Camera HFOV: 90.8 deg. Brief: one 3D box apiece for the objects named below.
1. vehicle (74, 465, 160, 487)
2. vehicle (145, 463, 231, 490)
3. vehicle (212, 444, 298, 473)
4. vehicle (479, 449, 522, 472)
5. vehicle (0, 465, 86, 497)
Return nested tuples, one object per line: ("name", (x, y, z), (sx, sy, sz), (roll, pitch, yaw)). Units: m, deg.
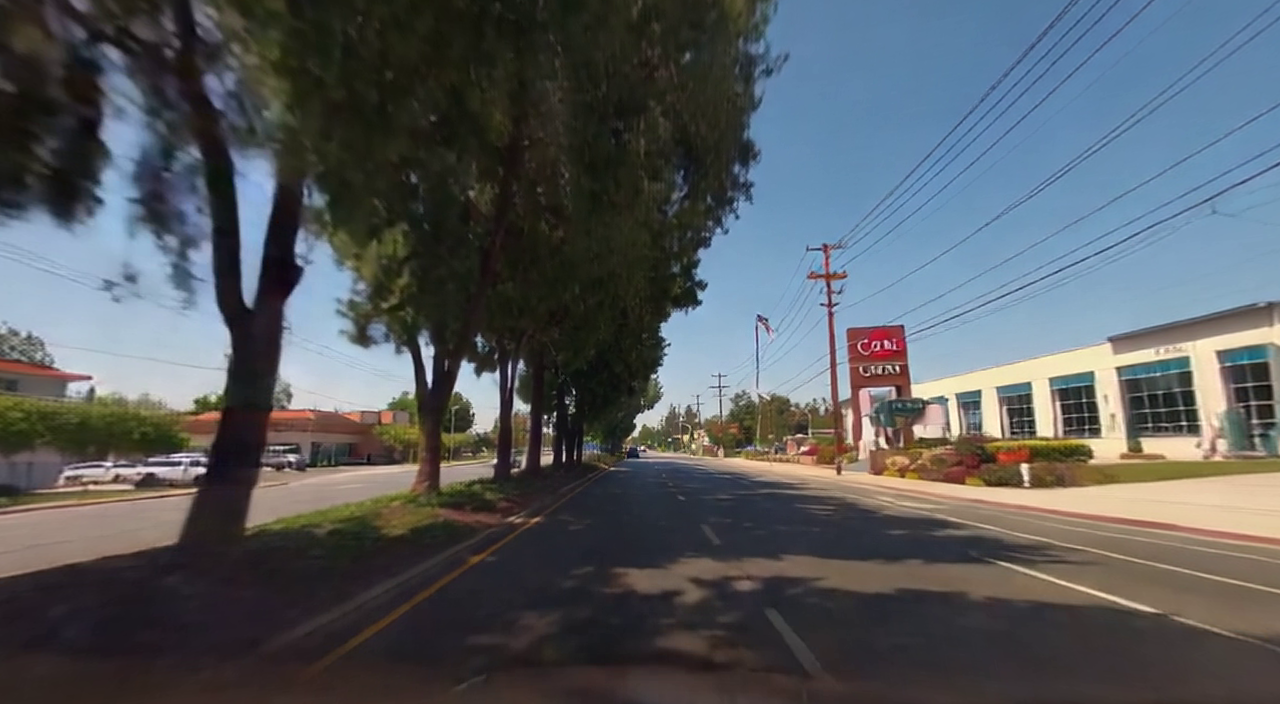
("vehicle", (-38.275, 9.093, 46.293), (1.864, 1.501, 4.419), (-7, -13, 40))
("vehicle", (-30.110, 8.263, 42.115), (4.377, 1.520, 1.843), (-3, -9, 3))
("vehicle", (-29.999, 8.319, 49.381), (5.145, 1.979, 2.281), (-2, -9, -3))
("vehicle", (-9.544, 7.424, 43.542), (1.900, 1.488, 4.675), (0, -9, 0))
("vehicle", (-35.832, 7.654, 37.797), (1.753, 1.479, 3.925), (-2, -6, 2))
